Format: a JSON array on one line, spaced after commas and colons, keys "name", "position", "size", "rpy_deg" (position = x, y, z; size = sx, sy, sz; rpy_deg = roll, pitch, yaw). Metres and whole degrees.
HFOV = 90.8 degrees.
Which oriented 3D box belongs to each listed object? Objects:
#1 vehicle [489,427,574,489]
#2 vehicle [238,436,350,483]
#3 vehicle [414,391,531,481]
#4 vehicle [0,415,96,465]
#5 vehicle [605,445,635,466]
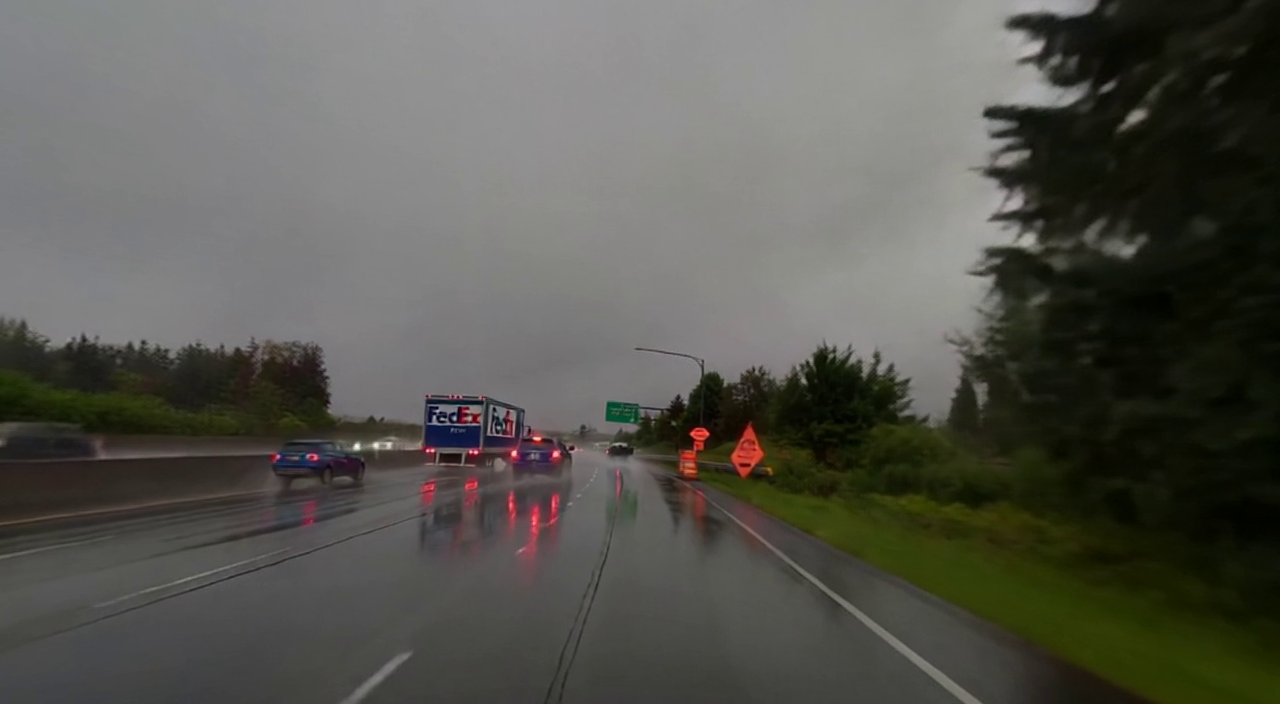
[{"name": "vehicle", "position": [-3.602, 3.640, 21.946], "size": [2.170, 1.886, 4.628], "rpy_deg": [0, -9, -1]}, {"name": "vehicle", "position": [-13.604, 4.256, 25.213], "size": [2.018, 1.668, 4.409], "rpy_deg": [0, -9, -1]}, {"name": "vehicle", "position": [-6.823, 3.710, 27.343], "size": [2.870, 3.266, 8.589], "rpy_deg": [0, -9, -1]}, {"name": "vehicle", "position": [-26.712, 3.766, 26.785], "size": [2.229, 1.969, 5.765], "rpy_deg": [0, -9, -2]}, {"name": "vehicle", "position": [-1.510, 7.603, 46.647], "size": [2.043, 1.489, 3.839], "rpy_deg": [1, -9, -4]}]
